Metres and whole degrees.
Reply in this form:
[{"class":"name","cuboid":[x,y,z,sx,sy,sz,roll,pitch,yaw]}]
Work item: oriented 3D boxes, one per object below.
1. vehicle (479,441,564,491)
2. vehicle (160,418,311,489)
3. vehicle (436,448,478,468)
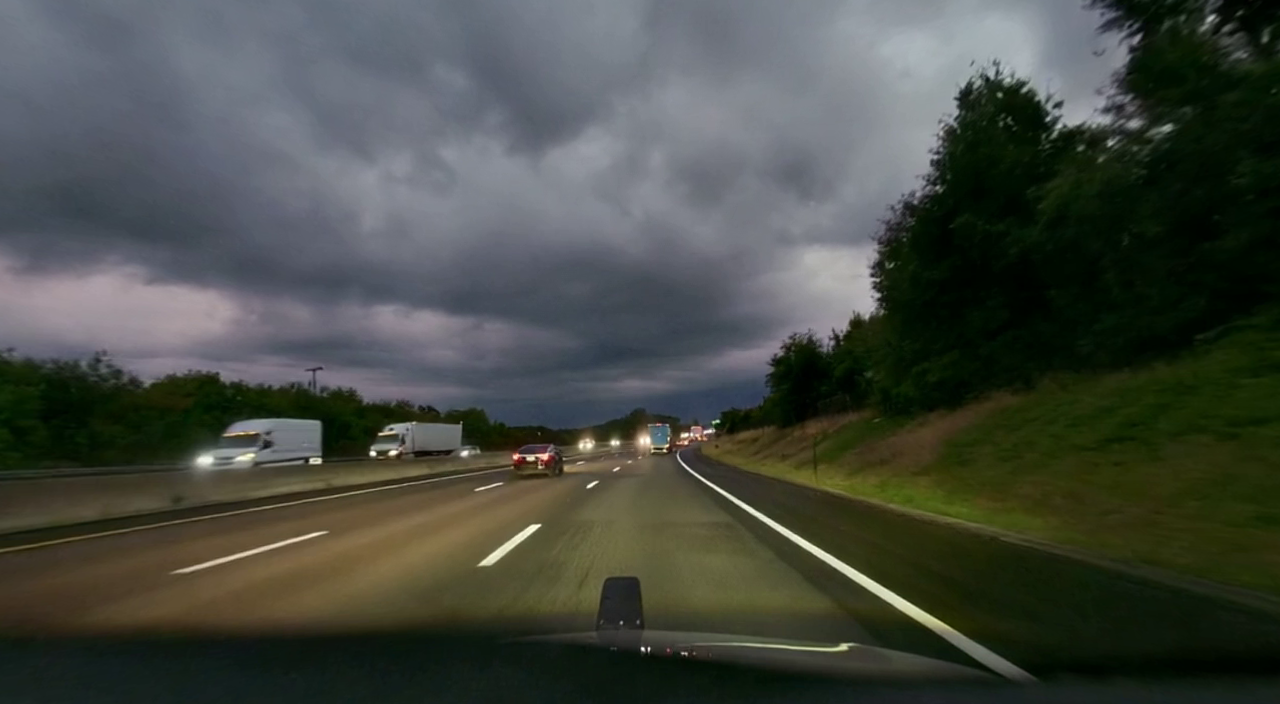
[{"class":"vehicle","cuboid":[-3.758,3.689,20.748,1.943,1.460,3.961,0,-9,1]},{"class":"vehicle","cuboid":[-18.953,4.848,30.205,2.581,2.972,6.723,0,-9,1]},{"class":"vehicle","cuboid":[-14.307,8.290,49.556,1.859,1.497,4.390,0,-9,2]}]
